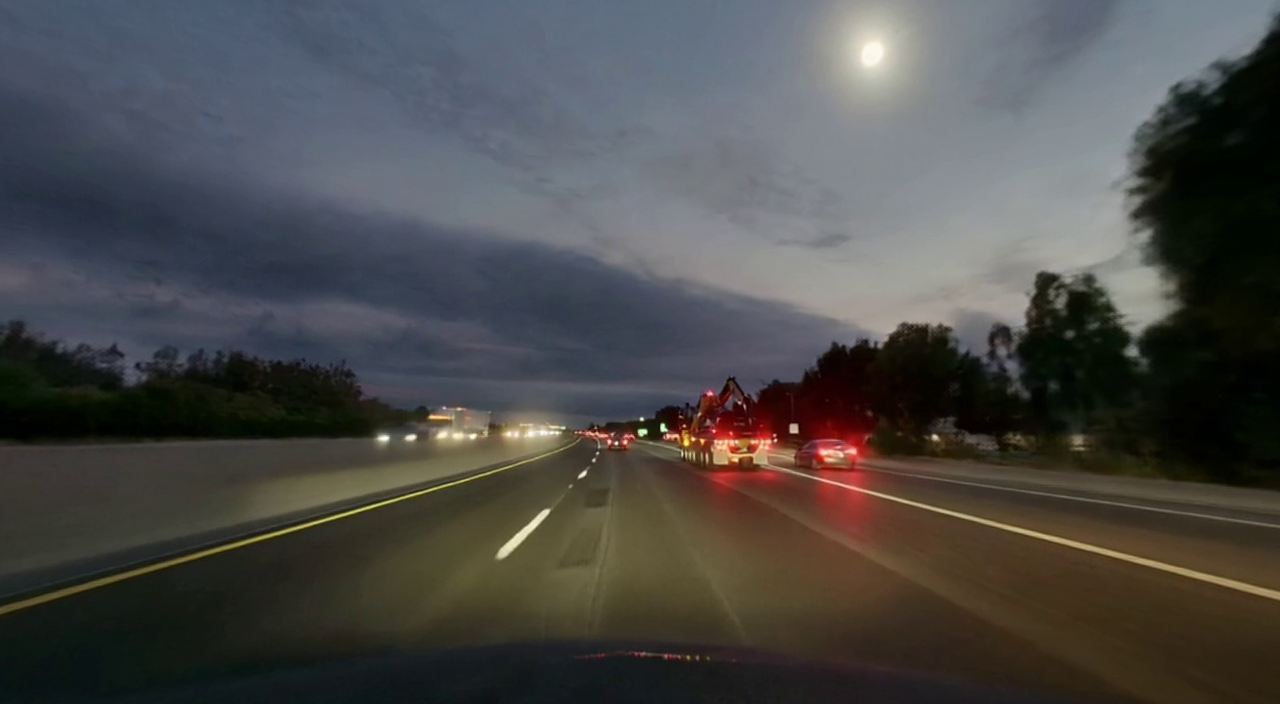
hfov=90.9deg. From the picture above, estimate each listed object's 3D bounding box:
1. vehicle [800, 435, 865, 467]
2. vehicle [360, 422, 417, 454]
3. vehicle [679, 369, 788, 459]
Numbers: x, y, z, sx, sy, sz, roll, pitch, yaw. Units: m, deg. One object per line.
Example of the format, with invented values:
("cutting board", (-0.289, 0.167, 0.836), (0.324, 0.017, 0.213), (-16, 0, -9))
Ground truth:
("vehicle", (9.361, 4.842, 31.028), (1.820, 1.469, 4.257), (0, -8, -1))
("vehicle", (-15.999, 5.505, 40.311), (1.972, 1.861, 4.180), (0, -8, -2))
("vehicle", (3.598, 2.751, 26.529), (2.833, 3.180, 8.004), (1, -8, -4))
